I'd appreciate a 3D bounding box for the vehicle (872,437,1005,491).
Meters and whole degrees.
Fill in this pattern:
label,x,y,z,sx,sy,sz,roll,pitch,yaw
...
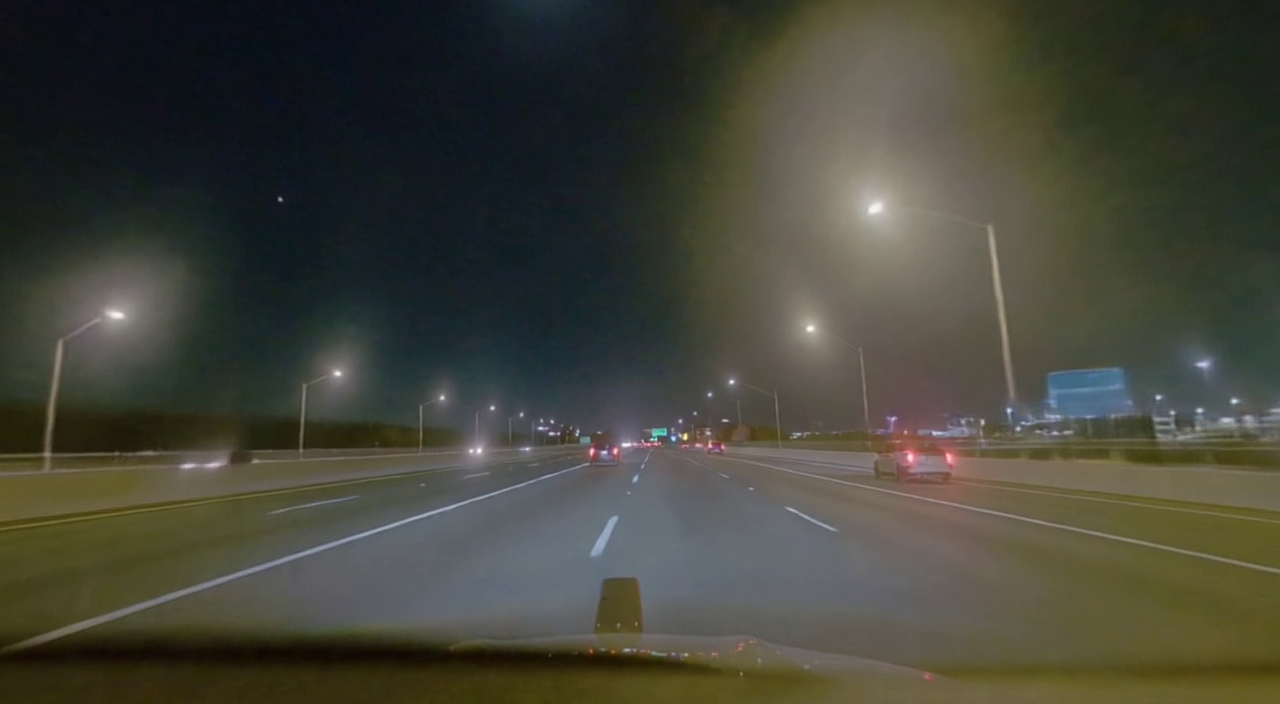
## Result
label,x,y,z,sx,sy,sz,roll,pitch,yaw
vehicle,8.888,3.366,19.326,1.900,1.432,4.519,0,-8,0

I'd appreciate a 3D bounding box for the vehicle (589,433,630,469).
label,x,y,z,sx,sy,sz,roll,pitch,yaw
vehicle,-1.625,5.494,35.185,1.893,1.827,4.513,0,-8,2
